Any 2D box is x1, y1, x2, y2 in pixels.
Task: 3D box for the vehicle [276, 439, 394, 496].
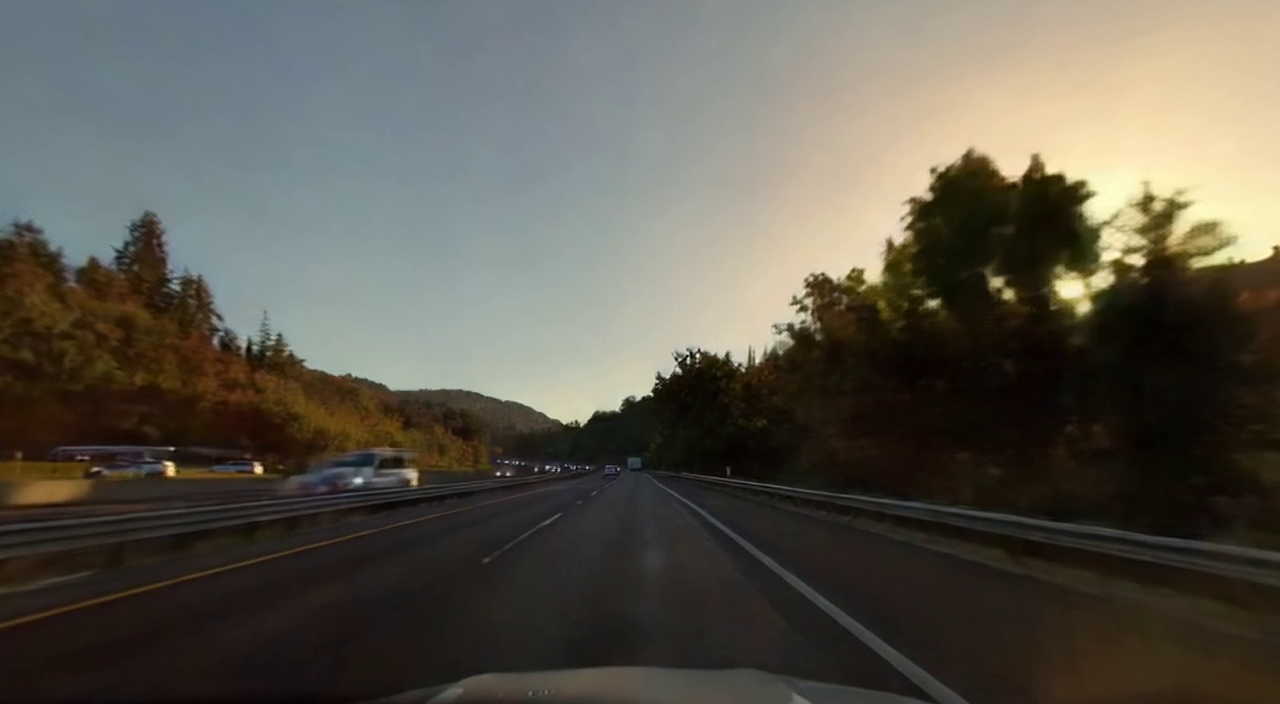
[{"bbox_3d":[-12.840,4.953,27.015,2.398,2.134,4.990,1,-10,1],"label":"vehicle"}]
